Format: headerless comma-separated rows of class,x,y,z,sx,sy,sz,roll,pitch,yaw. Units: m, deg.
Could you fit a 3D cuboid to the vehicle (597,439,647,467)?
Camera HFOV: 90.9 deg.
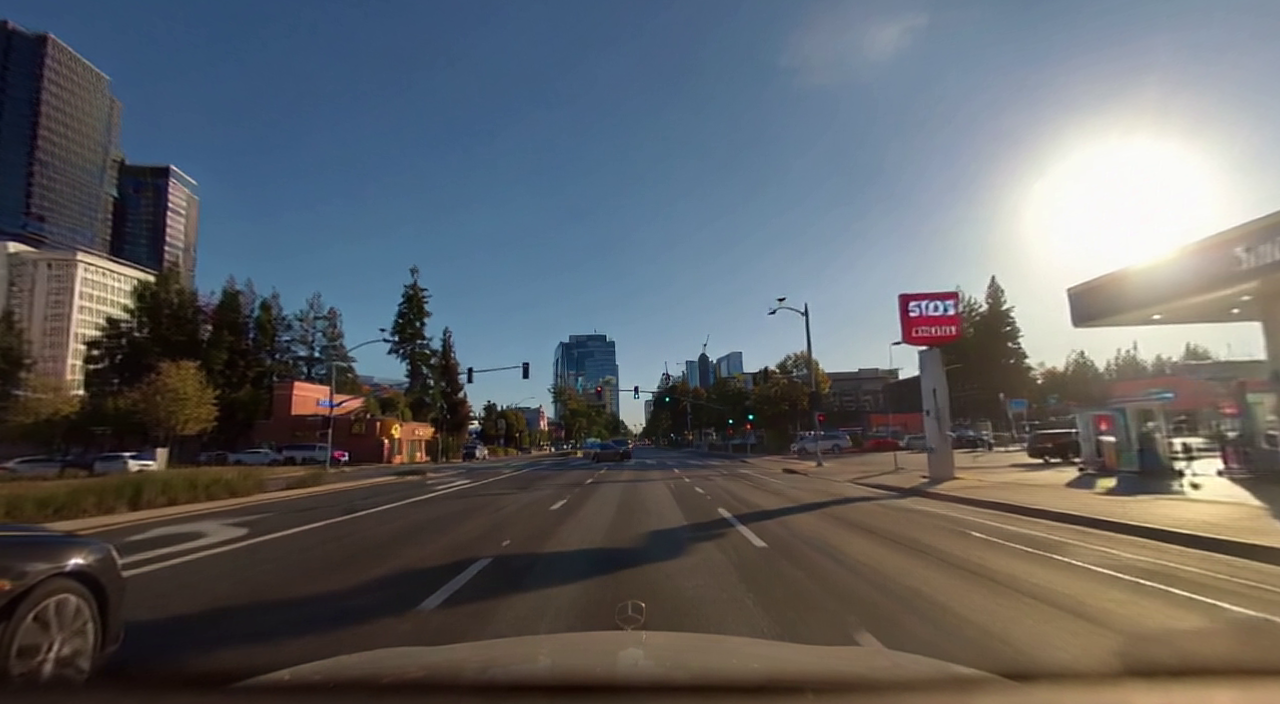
vehicle,-0.945,5.737,35.959,2.082,1.460,4.442,-2,-8,9

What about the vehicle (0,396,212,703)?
vehicle,-3.483,0.761,1.365,2.018,1.470,4.346,0,-8,0

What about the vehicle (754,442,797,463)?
vehicle,10.426,7.682,48.361,1.810,1.463,4.245,-6,-10,32
